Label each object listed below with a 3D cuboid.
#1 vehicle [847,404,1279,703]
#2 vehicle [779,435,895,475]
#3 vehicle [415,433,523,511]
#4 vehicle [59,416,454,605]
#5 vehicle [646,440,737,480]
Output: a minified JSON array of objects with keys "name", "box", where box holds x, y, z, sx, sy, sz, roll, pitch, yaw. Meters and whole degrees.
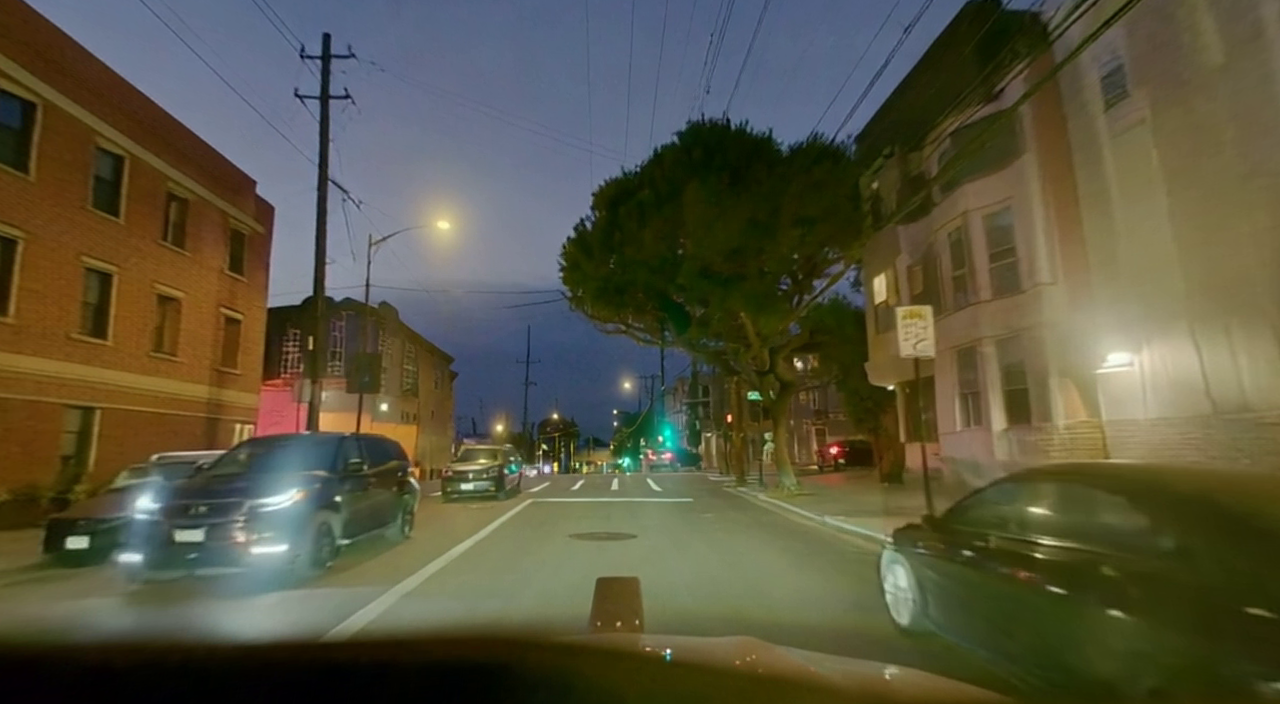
[{"name":"vehicle","box":[2.724,1.073,2.927,1.913,1.509,4.436,0,-8,-2]},{"name":"vehicle","box":[9.850,5.212,32.040,5.167,1.895,2.140,-1,-8,3]},{"name":"vehicle","box":[-4.507,3.201,17.419,1.918,1.823,4.536,0,-8,-3]},{"name":"vehicle","box":[-4.510,1.902,8.665,2.236,1.834,4.743,-1,-8,3]},{"name":"vehicle","box":[2.453,5.019,29.666,3.994,1.736,2.059,7,-11,-42]}]
